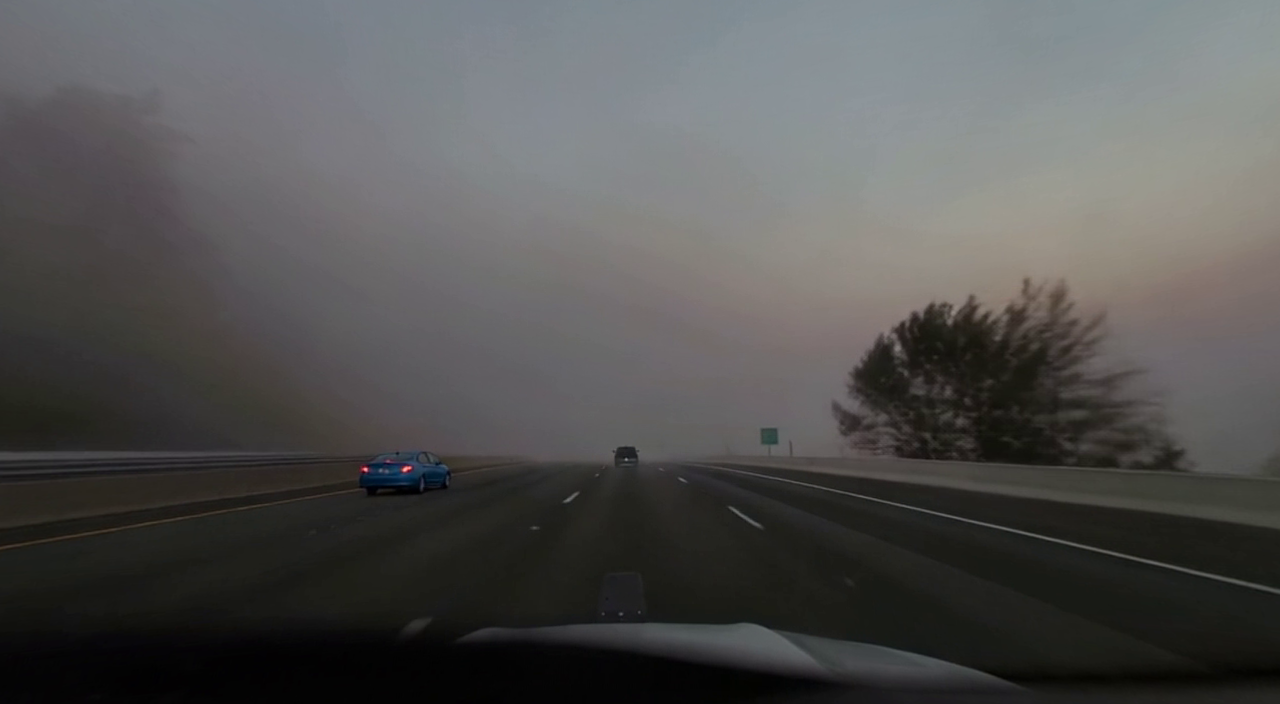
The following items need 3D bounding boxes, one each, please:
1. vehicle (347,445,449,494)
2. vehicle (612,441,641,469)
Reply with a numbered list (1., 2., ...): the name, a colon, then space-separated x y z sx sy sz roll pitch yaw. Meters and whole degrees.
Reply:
1. vehicle: -7.898 3.849 21.069 1.915 1.479 3.843 0 -9 -1
2. vehicle: -1.010 7.393 45.380 1.990 1.878 4.079 0 -9 -3
